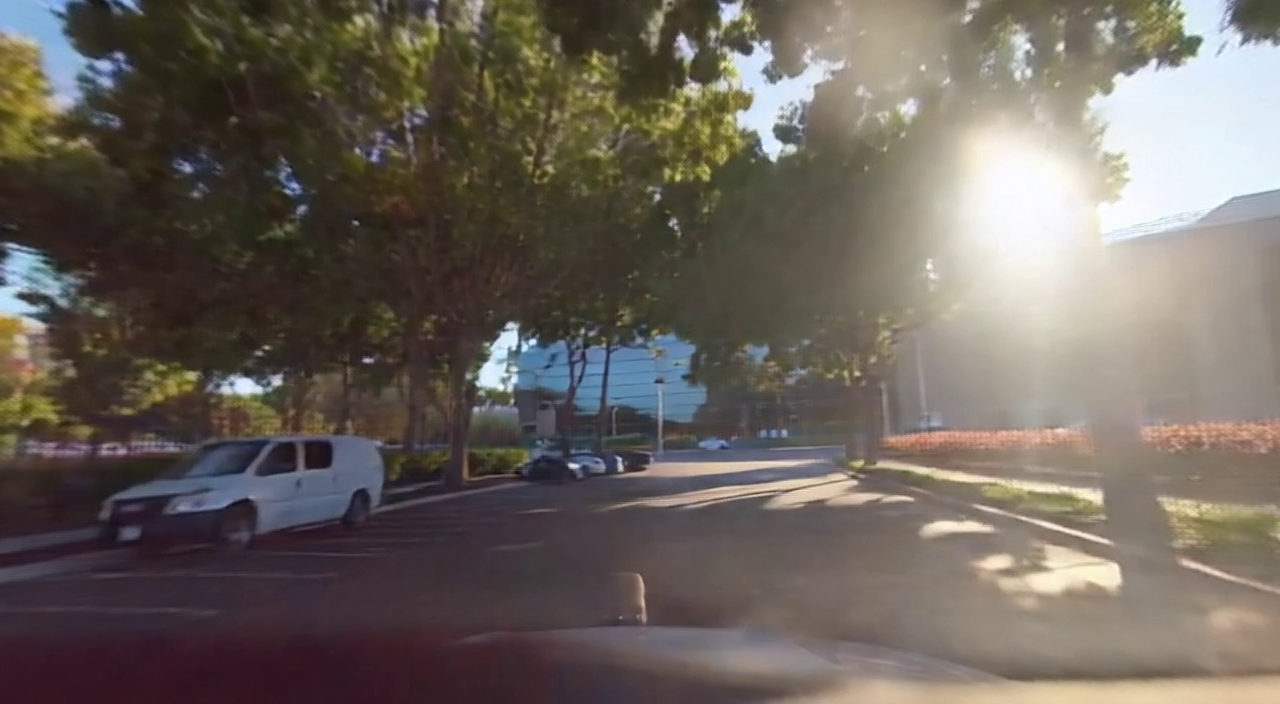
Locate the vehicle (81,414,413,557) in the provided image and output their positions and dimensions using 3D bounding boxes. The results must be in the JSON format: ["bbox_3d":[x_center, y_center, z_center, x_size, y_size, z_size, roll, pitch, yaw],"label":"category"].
[{"bbox_3d":[-7.262,2.495,12.766,2.433,2.193,5.547,-2,-9,11],"label":"vehicle"}]

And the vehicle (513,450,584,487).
[{"bbox_3d":[-4.038,5.221,28.530,1.938,1.191,3.630,-8,-8,11],"label":"vehicle"}]

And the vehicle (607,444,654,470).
[{"bbox_3d":[-0.581,7.392,44.862,2.360,1.741,4.912,-2,-9,11],"label":"vehicle"}]

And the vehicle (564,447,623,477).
[{"bbox_3d":[-2.474,5.969,34.576,2.038,1.525,4.383,-2,-9,12],"label":"vehicle"}]
